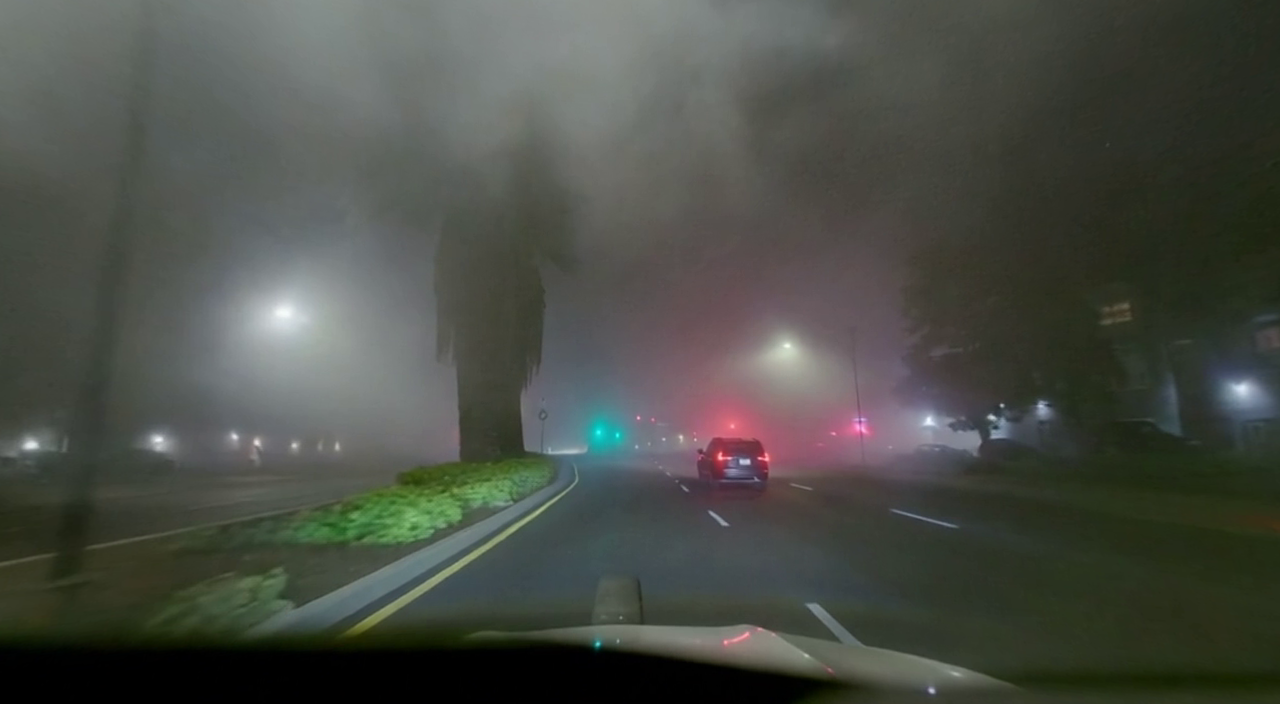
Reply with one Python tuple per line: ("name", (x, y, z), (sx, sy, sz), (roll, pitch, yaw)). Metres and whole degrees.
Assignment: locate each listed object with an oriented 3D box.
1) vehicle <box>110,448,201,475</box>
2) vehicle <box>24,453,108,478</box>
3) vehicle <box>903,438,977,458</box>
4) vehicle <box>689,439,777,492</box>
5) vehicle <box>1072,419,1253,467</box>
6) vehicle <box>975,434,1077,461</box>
("vehicle", (-30.850, 6.953, 40.441), (1.933, 1.586, 4.594), (-1, -9, 4))
("vehicle", (-36.019, 7.100, 39.778), (1.777, 1.425, 3.875), (1, -9, -5))
("vehicle", (22.047, 7.074, 46.478), (4.472, 1.451, 1.842), (0, -9, -1))
("vehicle", (2.727, 3.456, 19.584), (1.964, 1.448, 4.295), (0, -9, -2))
("vehicle", (21.920, 3.845, 26.684), (5.644, 1.937, 2.174), (0, -9, -1))
("vehicle", (22.400, 5.568, 36.800), (4.633, 1.518, 2.008), (0, -9, -1))
